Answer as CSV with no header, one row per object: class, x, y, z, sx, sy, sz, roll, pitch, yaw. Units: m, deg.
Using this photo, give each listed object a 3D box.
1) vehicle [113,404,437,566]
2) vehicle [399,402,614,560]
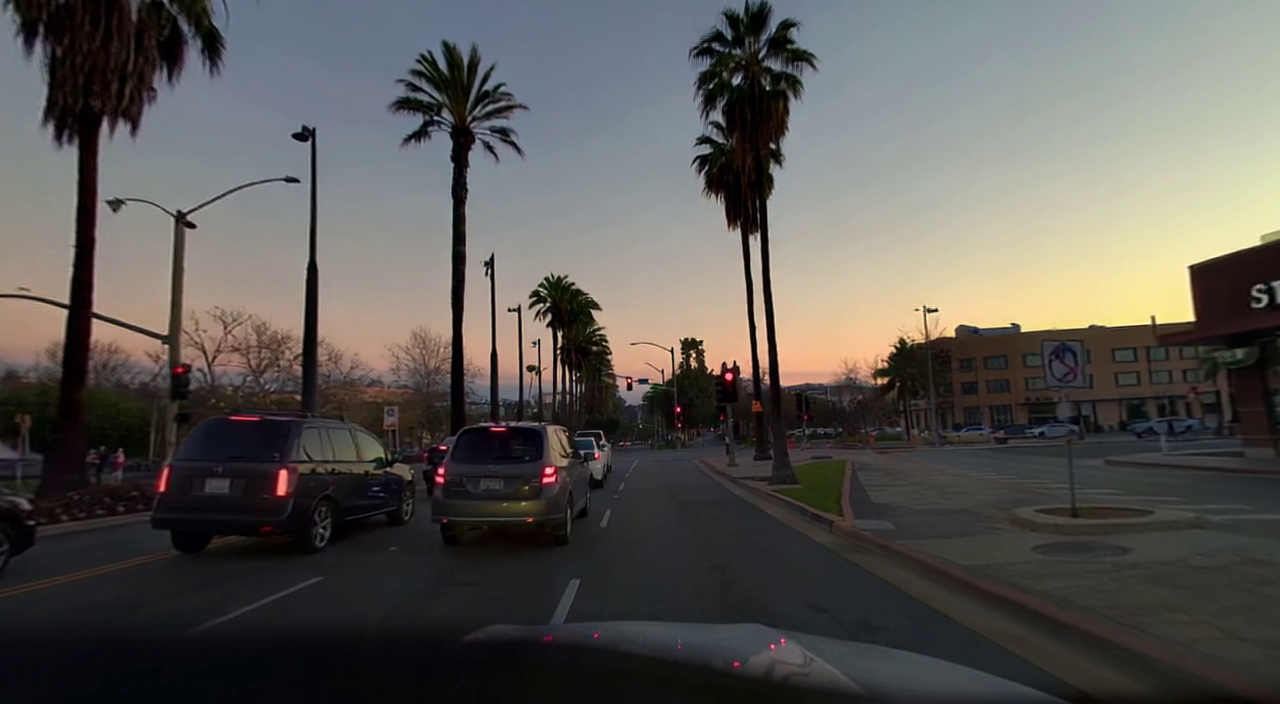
vehicle,-5.023,1.903,9.792,2.025,1.862,4.804,0,-9,2
vehicle,-1.590,1.783,9.336,2.153,1.759,4.320,0,-9,1
